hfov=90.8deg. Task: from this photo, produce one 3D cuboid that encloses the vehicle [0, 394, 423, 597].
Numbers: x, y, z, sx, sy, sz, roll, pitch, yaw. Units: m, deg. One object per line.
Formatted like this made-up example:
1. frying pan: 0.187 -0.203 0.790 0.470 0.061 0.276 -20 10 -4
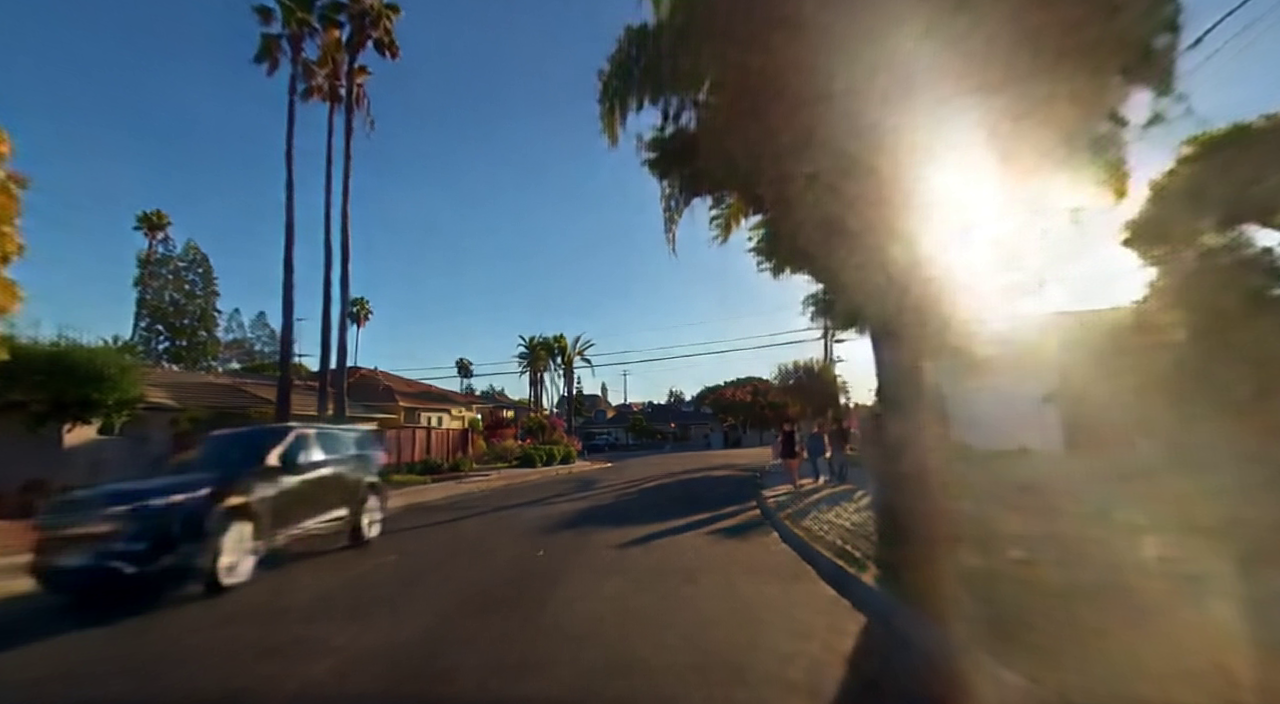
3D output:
1. vehicle: -4.777 1.594 7.917 2.208 1.758 4.529 -1 -8 4
